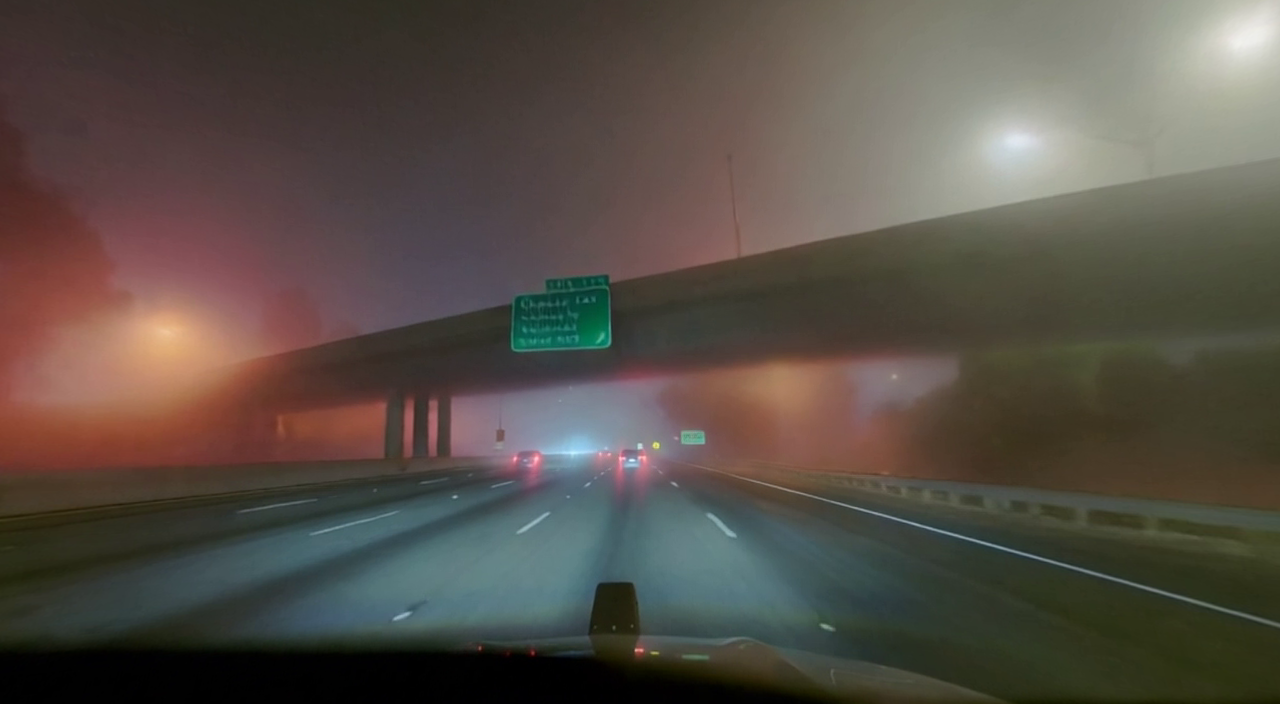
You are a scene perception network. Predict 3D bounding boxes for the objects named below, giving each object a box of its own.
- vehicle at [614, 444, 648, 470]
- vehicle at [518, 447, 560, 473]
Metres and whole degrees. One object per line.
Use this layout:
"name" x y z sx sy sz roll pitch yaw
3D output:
"vehicle" -0.596 6.928 41.764 2.109 1.638 3.856 0 -9 -1
"vehicle" -6.287 6.745 39.789 1.997 1.507 4.248 0 -9 -1
